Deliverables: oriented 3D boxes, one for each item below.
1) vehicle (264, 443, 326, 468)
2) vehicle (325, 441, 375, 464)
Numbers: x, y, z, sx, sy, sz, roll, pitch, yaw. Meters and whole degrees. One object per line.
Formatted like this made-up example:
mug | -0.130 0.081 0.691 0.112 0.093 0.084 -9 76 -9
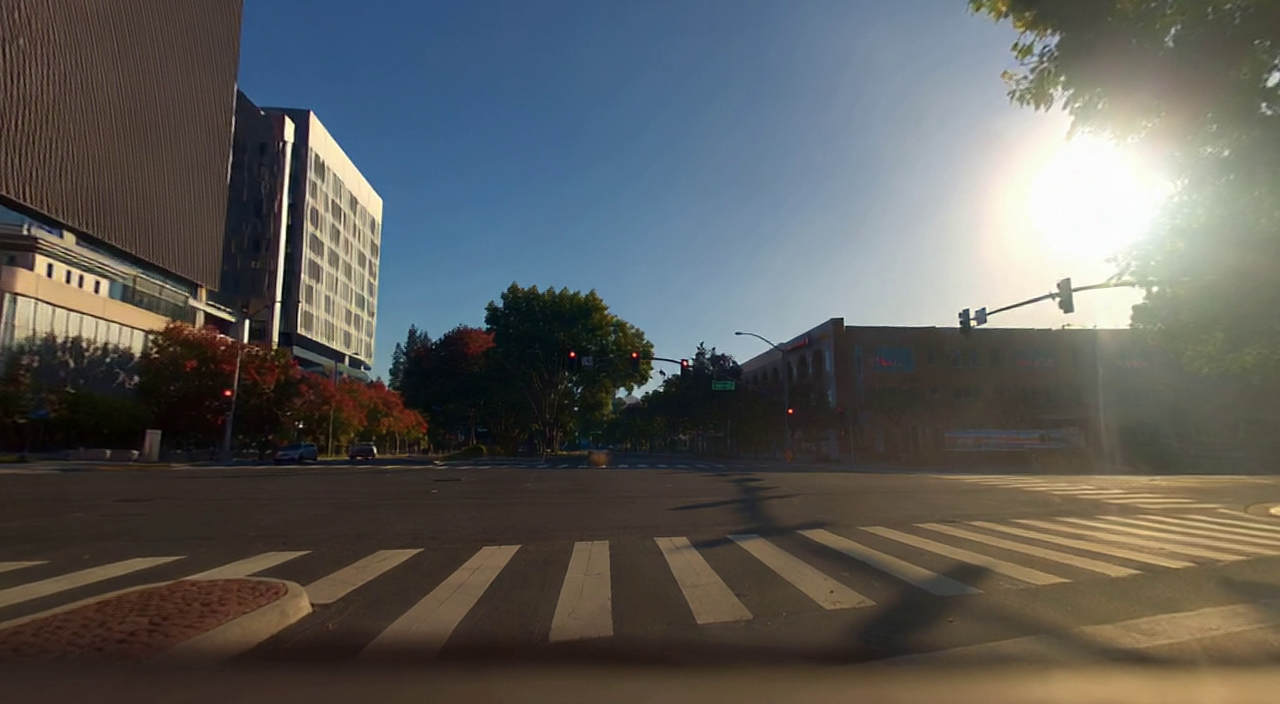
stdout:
vehicle | -21.846 6.554 40.151 2.005 1.496 4.020 1 -9 -7
vehicle | -22.472 7.792 49.121 2.023 1.706 4.756 1 -9 -6
